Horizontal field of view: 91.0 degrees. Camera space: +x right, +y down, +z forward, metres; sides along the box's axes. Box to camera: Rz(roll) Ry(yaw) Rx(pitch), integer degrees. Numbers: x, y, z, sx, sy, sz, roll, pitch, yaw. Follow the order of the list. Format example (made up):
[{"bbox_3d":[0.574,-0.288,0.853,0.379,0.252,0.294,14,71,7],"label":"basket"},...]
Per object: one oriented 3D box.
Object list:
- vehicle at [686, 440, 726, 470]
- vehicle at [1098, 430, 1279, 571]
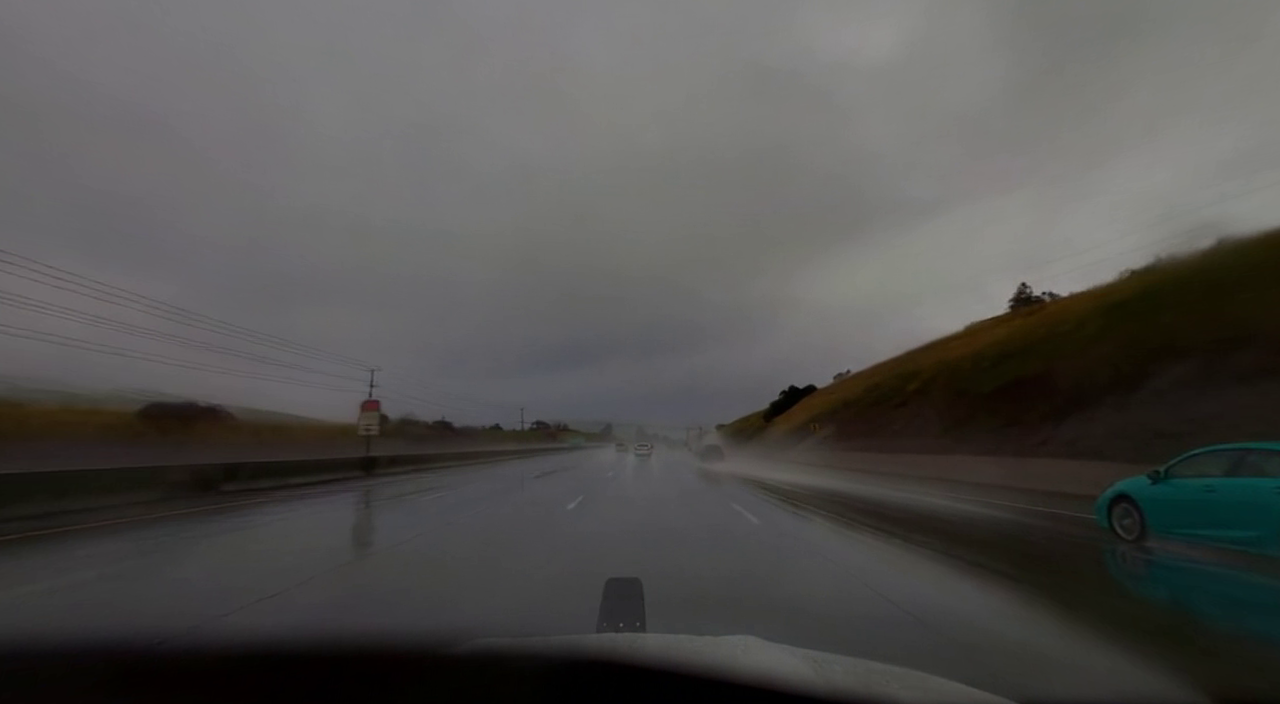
[{"bbox_3d":[4.076,6.463,39.765,2.159,1.782,4.673,0,-8,2],"label":"vehicle"},{"bbox_3d":[8.097,1.706,7.300,1.970,1.545,4.818,0,-8,0],"label":"vehicle"}]
